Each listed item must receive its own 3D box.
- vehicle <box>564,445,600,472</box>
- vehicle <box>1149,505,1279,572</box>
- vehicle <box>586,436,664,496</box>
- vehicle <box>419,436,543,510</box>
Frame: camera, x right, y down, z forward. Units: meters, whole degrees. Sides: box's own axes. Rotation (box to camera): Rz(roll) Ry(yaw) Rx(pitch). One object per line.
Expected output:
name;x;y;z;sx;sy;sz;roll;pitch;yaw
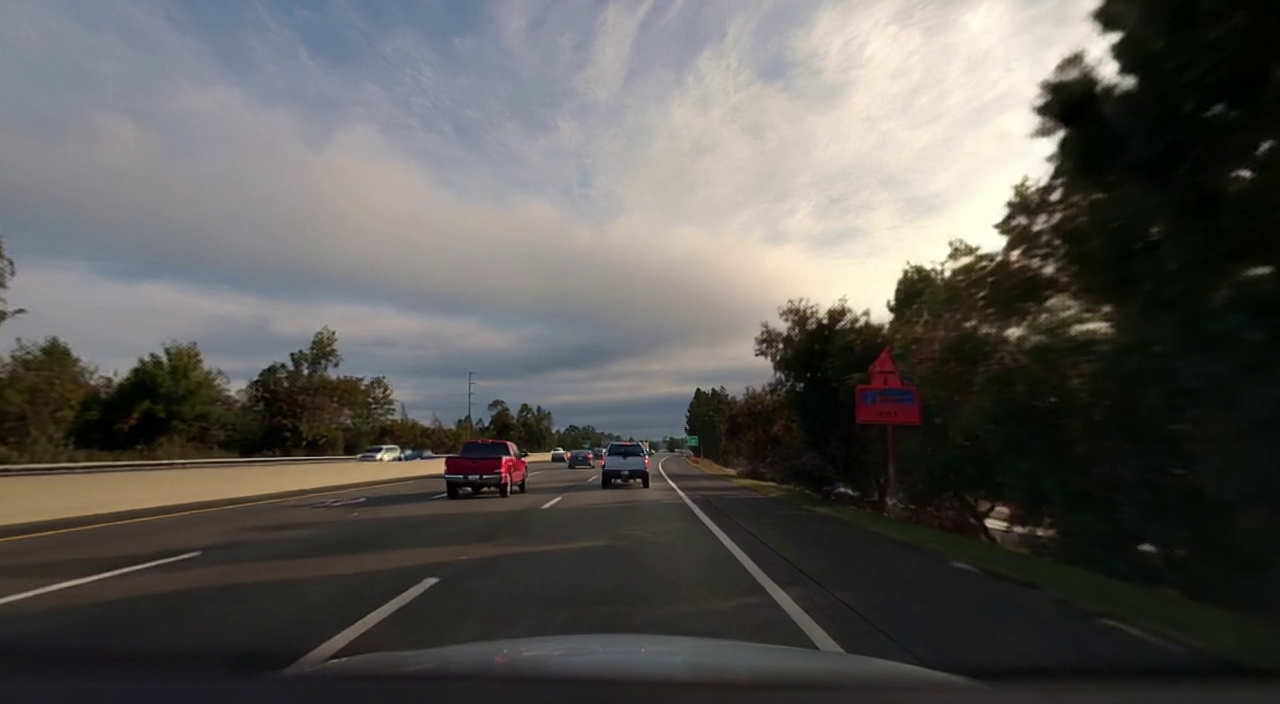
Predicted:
vehicle;-4.042;7.518;44.683;1.991;1.776;4.333;0;-8;2
vehicle;20.252;6.311;21.782;1.956;1.594;4.425;-1;-8;5
vehicle;-0.418;3.687;20.836;2.293;1.753;4.380;0;-8;1
vehicle;-4.129;3.221;17.429;2.038;1.704;5.181;0;-8;0
